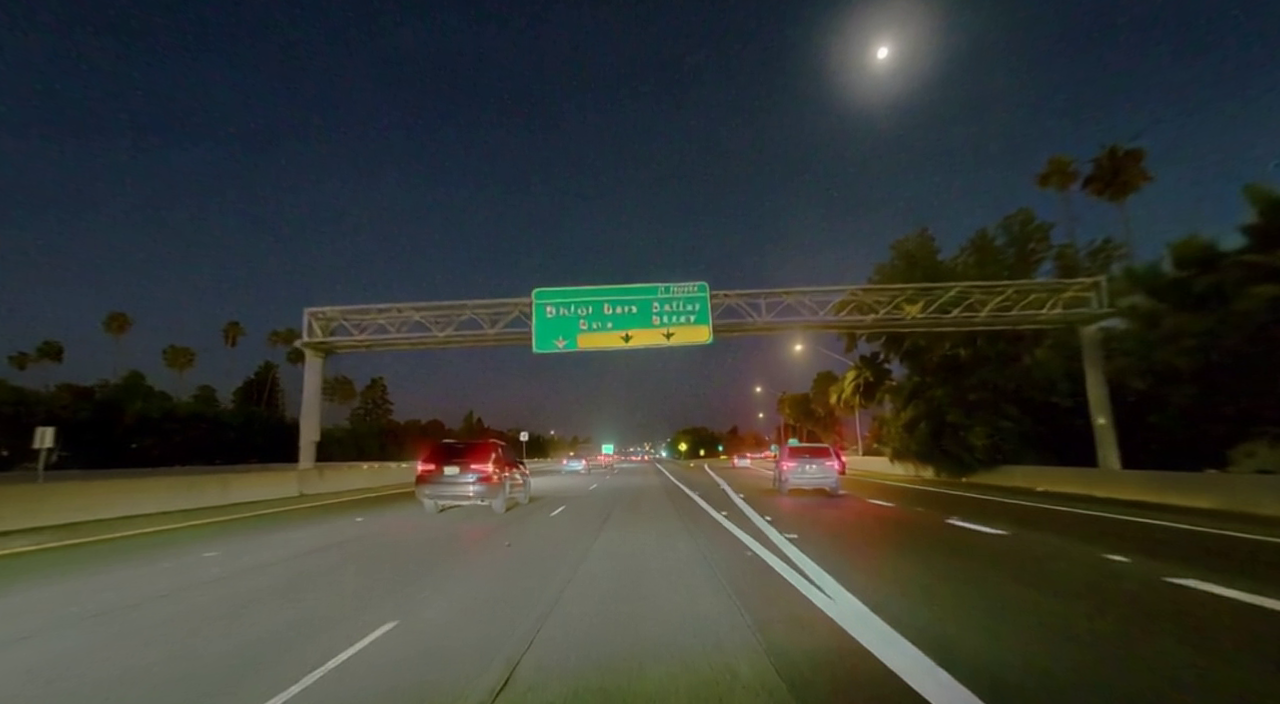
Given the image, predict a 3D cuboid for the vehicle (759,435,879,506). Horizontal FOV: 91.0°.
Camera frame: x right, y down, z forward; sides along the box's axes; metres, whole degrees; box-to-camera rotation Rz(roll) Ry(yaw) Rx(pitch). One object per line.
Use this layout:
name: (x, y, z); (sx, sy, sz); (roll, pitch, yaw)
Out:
vehicle: (5.055, 3.449, 18.745); (2.303, 1.791, 5.247); (-1, -9, 3)

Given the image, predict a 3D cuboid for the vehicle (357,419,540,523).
vehicle: (-4.113, 2.726, 14.952); (2.420, 1.937, 5.916); (0, -9, 1)

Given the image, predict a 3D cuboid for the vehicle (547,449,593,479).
vehicle: (-3.920, 6.367, 36.045); (2.052, 1.545, 4.470); (0, -9, 1)
